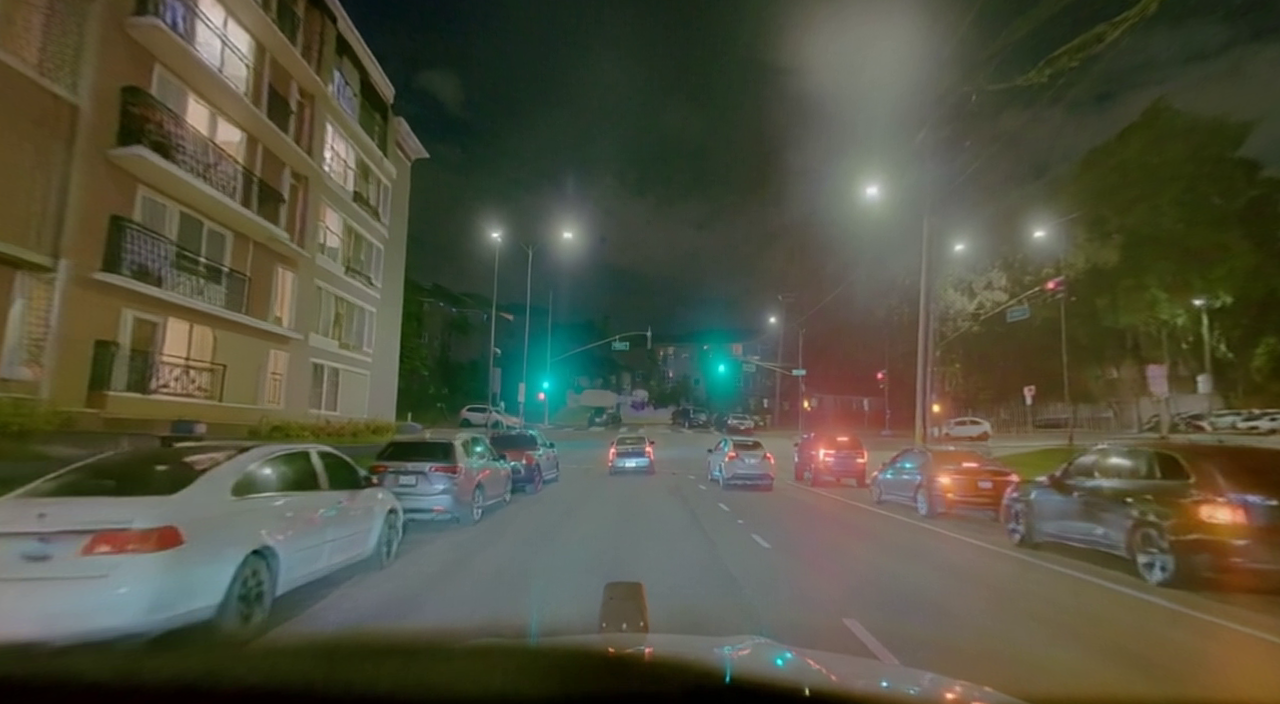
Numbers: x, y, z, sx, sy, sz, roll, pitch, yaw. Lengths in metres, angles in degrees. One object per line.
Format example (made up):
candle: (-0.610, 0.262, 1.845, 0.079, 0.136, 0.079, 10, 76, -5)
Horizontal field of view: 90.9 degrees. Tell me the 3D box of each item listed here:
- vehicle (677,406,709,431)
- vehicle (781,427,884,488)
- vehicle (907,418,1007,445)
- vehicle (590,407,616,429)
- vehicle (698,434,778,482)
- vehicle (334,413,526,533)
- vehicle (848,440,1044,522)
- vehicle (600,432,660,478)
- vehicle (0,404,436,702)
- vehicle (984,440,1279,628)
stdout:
vehicle: (3.825, 4.895, 46.150, 2.093, 1.655, 4.327, 0, -8, 1)
vehicle: (6.176, 3.437, 20.829, 1.999, 1.752, 4.502, 0, -8, 1)
vehicle: (18.448, 4.662, 36.810, 4.738, 1.537, 1.960, -1, -8, 3)
vehicle: (-2.830, 5.180, 49.329, 1.878, 1.521, 3.697, 0, -8, -1)
vehicle: (3.208, 3.581, 21.645, 2.055, 1.450, 4.676, 0, -8, 1)
vehicle: (-3.412, 2.063, 11.287, 1.922, 1.704, 4.398, 0, -8, 0)
vehicle: (6.188, 2.637, 13.475, 1.962, 1.438, 4.440, 0, -8, 0)
vehicle: (-0.282, 3.620, 22.290, 1.923, 1.460, 3.923, 0, -8, 1)
vehicle: (-3.492, 1.350, 5.485, 1.869, 1.491, 4.458, 0, -8, 1)
vehicle: (6.089, 1.761, 7.127, 1.938, 1.487, 4.371, 0, -8, 0)
